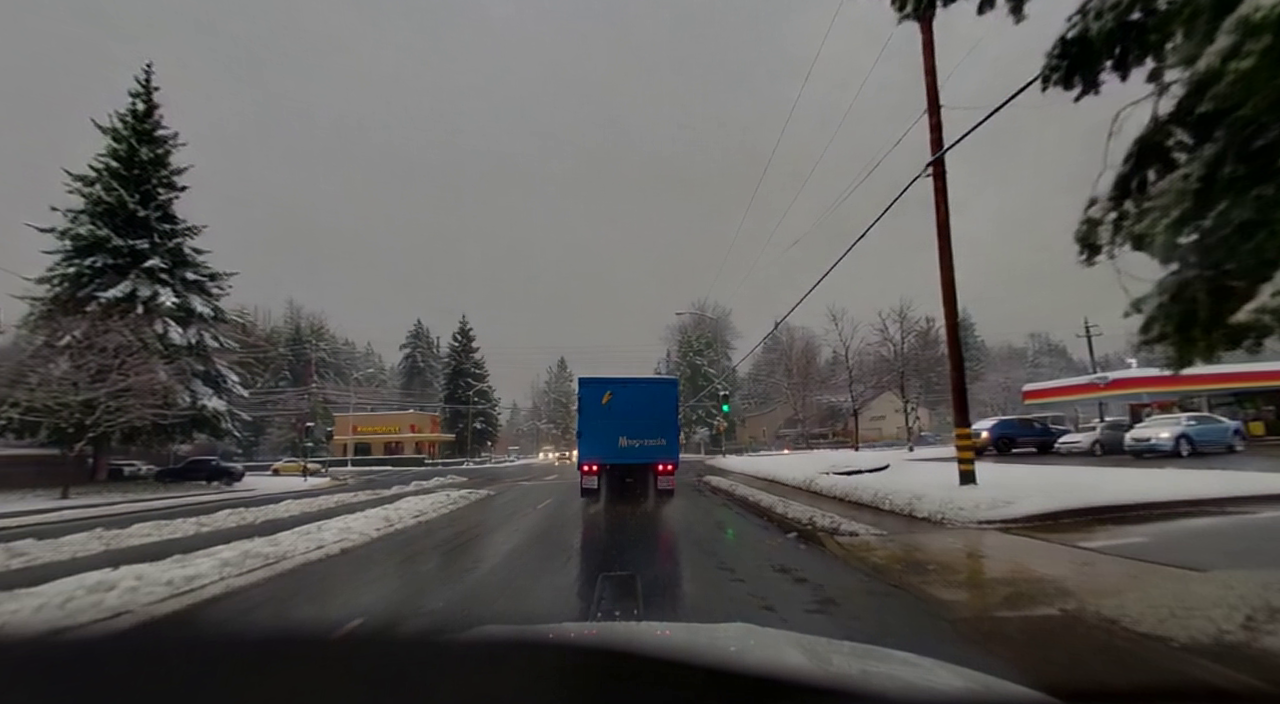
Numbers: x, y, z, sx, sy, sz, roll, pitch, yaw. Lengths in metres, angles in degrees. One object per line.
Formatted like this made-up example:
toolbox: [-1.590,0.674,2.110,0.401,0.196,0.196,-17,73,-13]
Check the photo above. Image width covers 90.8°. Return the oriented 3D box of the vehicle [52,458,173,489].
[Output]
vehicle: [-27.721,6.361,33.405,4.493,1.453,1.912,4,-9,-27]

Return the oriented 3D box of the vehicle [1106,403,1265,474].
vehicle: [15.731,2.456,18.171,4.472,1.730,1.939,2,-10,-31]

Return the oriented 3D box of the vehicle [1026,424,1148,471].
vehicle: [15.244,3.232,21.505,4.105,1.433,1.931,5,-10,-33]

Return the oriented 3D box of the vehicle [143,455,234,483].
vehicle: [-27.974,7.252,39.366,4.303,1.567,2.021,4,-10,-28]

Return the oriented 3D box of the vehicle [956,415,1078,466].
vehicle: [15.930,3.739,26.629,5.078,1.937,2.326,6,-10,-34]

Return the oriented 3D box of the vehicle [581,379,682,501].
vehicle: [-0.166,2.554,18.481,2.463,2.954,5.938,1,-8,1]
